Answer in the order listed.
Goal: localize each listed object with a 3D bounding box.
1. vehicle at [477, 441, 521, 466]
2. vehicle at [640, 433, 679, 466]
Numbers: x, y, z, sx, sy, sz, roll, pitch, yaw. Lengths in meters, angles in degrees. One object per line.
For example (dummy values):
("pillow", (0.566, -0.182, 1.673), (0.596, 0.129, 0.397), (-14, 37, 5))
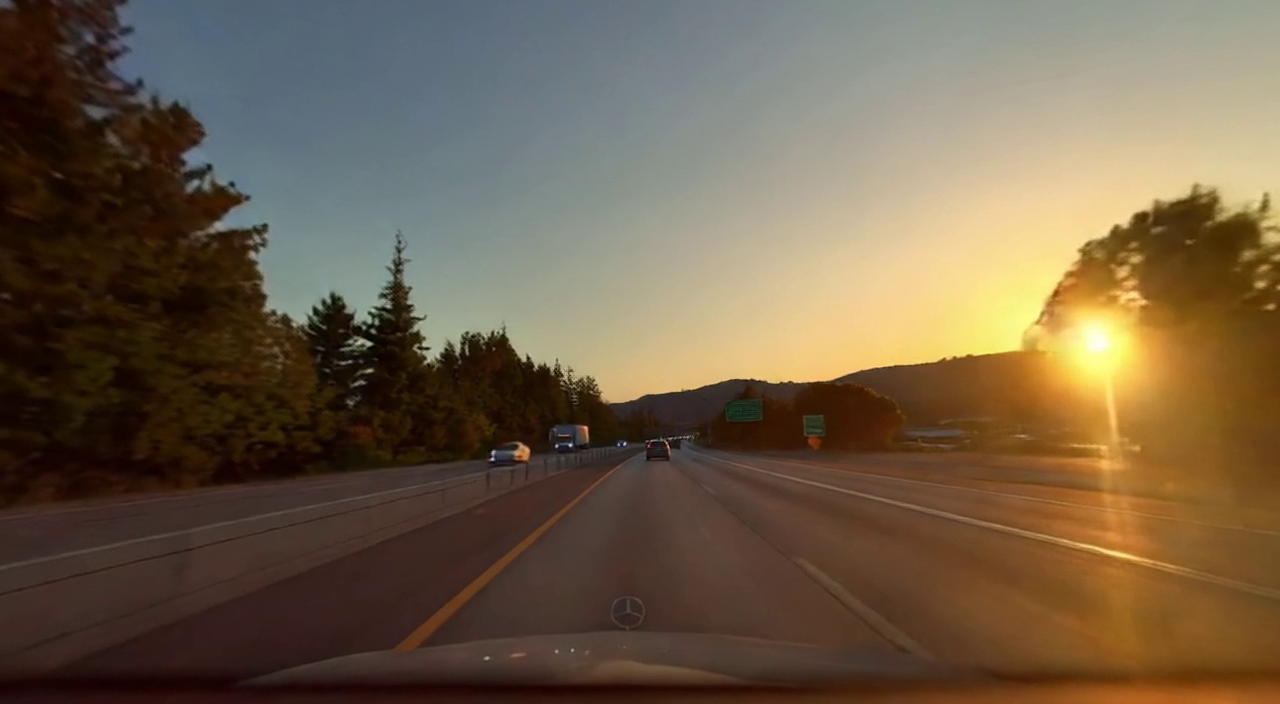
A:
("vehicle", (-9.283, 6.703, 41.748), (1.850, 1.523, 4.054), (0, -8, 1))
("vehicle", (1.206, 6.054, 39.268), (2.301, 1.944, 4.554), (0, -8, 2))
